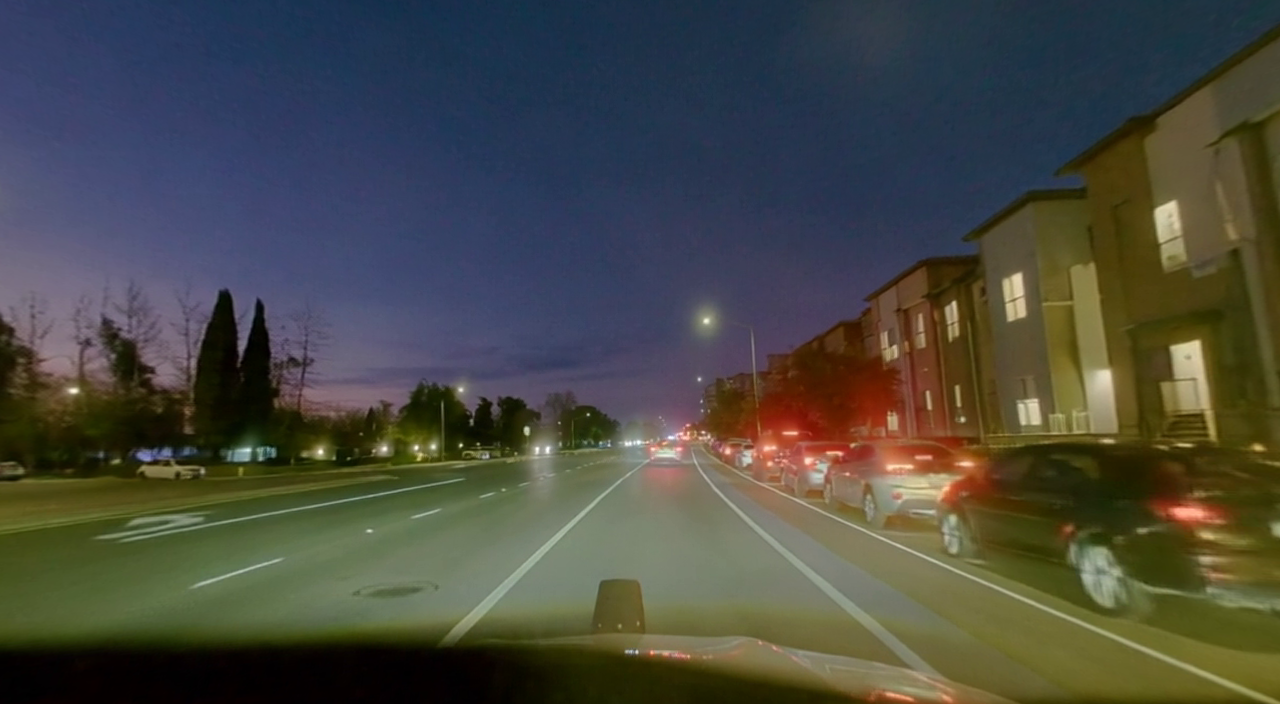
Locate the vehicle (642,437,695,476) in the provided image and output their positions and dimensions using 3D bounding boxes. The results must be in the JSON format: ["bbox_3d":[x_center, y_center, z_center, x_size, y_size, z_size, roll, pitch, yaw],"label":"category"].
[{"bbox_3d":[1.171,4.313,26.170,2.011,1.480,4.170,-1,-8,2],"label":"vehicle"}]

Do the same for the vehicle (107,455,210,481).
[{"bbox_3d":[-29.630,7.146,38.904,4.591,1.468,1.805,1,-9,-9],"label":"vehicle"}]

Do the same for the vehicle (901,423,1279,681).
[{"bbox_3d":[4.464,1.462,5.816,1.855,1.445,4.895,0,-8,-2],"label":"vehicle"}]
